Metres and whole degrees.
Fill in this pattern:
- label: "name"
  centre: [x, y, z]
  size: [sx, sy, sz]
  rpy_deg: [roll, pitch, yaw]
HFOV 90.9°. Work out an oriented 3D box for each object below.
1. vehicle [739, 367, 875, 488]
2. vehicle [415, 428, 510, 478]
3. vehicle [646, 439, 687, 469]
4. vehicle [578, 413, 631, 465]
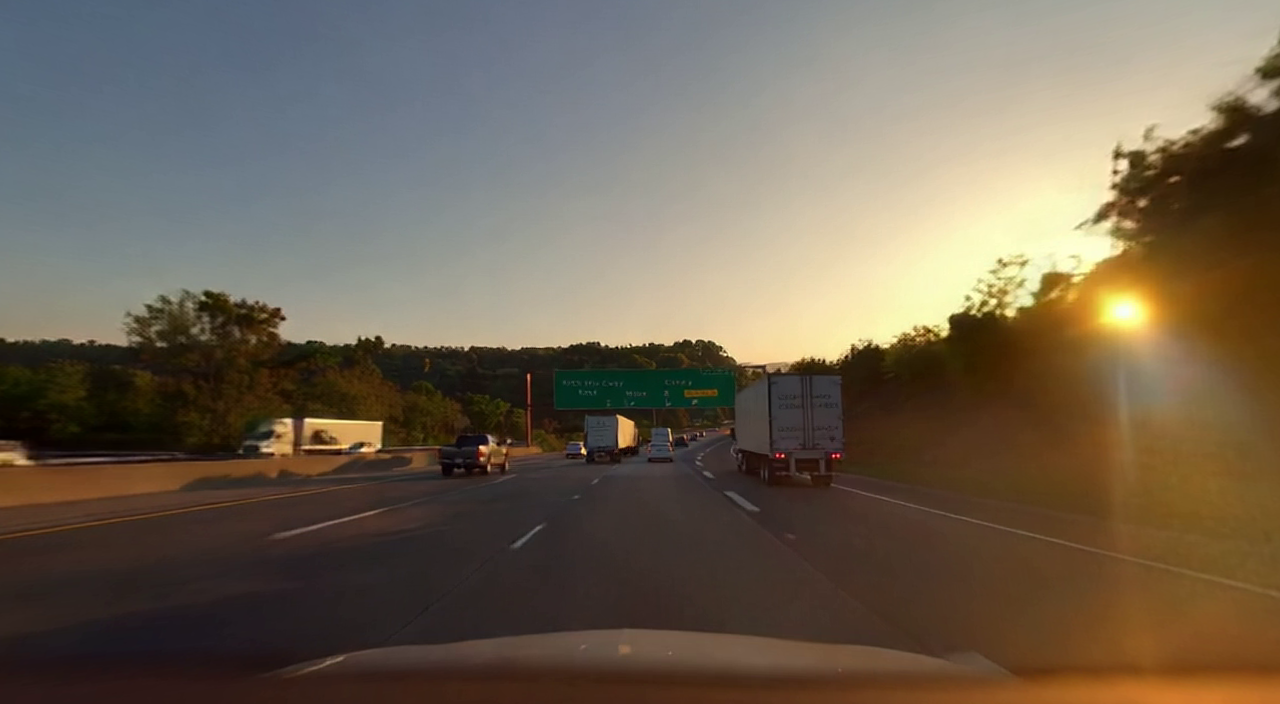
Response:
- label: "vehicle"
  centre: [5.391, 2.724, 22.037]
  size: [2.895, 3.484, 7.631]
  rpy_deg: [0, -8, 2]
- label: "vehicle"
  centre: [-7.074, 4.099, 25.837]
  size: [2.272, 1.850, 5.156]
  rpy_deg: [0, -8, 1]
- label: "vehicle"
  centre: [1.424, 5.572, 34.680]
  size: [2.105, 1.502, 4.068]
  rpy_deg: [0, -8, 1]
- label: "vehicle"
  centre: [-2.212, 5.847, 42.249]
  size: [2.745, 3.156, 7.608]
  rpy_deg: [0, -8, 3]
